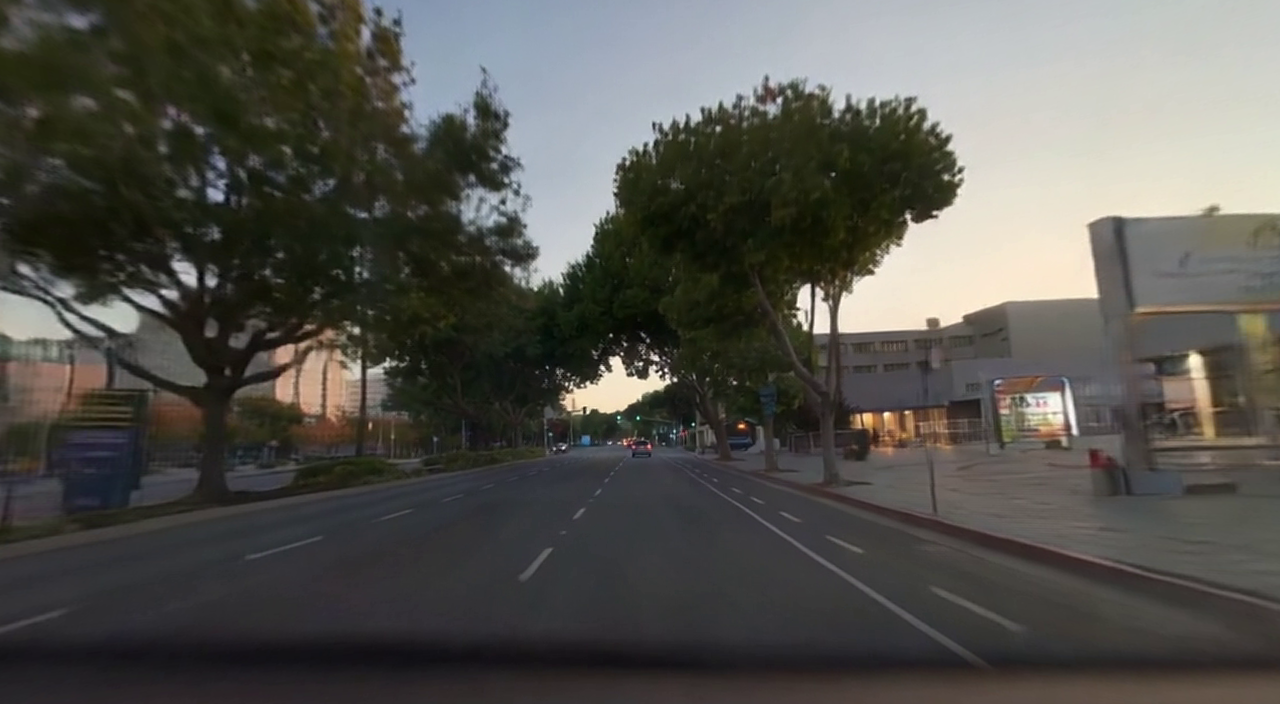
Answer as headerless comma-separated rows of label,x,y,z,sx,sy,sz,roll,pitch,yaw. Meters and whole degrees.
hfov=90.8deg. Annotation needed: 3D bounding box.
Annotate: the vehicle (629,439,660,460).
vehicle,0.306,6.995,45.432,2.115,1.461,3.976,0,-8,-1
